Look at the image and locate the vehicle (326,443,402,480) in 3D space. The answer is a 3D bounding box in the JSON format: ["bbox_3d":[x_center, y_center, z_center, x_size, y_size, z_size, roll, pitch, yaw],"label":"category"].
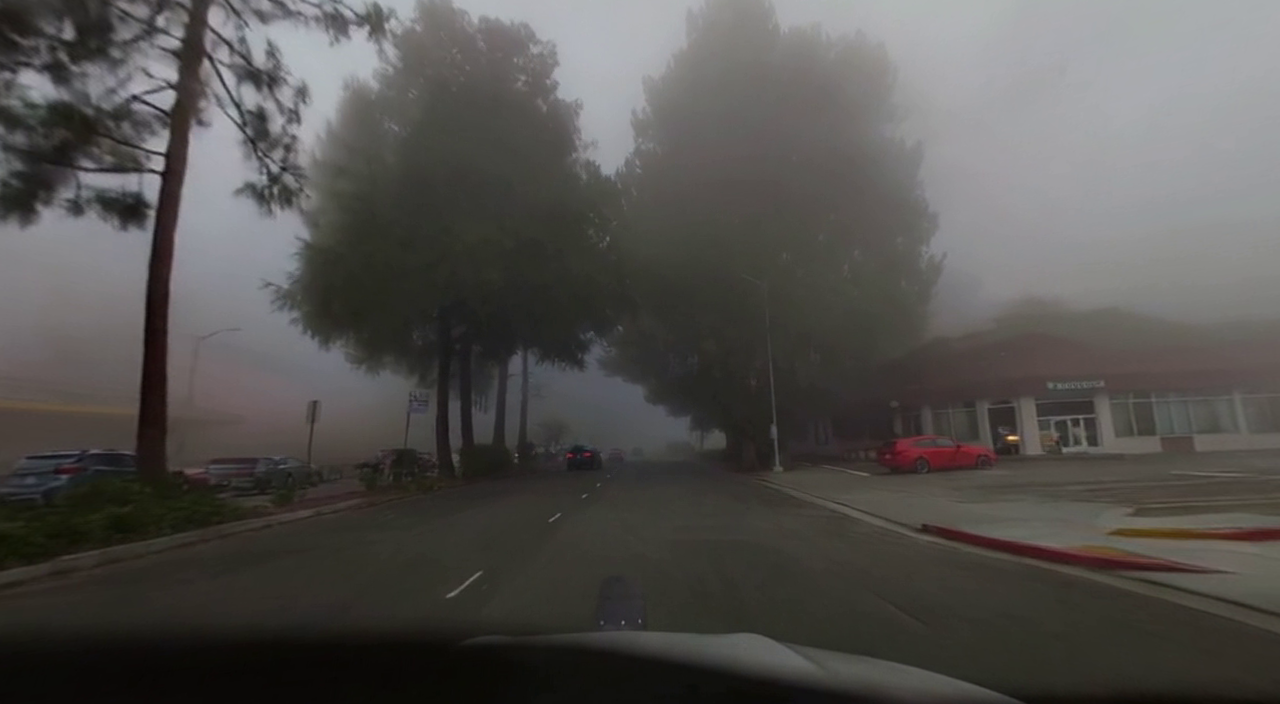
[{"bbox_3d":[-15.080,5.994,34.640,1.936,1.813,4.921,-1,-8,0],"label":"vehicle"}]

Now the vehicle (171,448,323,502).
[{"bbox_3d":[-12.203,3.815,19.942,1.948,1.453,4.431,0,-8,0],"label":"vehicle"}]

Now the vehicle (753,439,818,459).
[{"bbox_3d":[11.522,7.689,49.884,4.607,1.471,1.982,0,-8,-2],"label":"vehicle"}]

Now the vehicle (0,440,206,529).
[{"bbox_3d":[-11.950,2.768,13.771,1.852,1.621,4.166,0,-8,0],"label":"vehicle"}]

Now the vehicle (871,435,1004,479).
[{"bbox_3d":[10.977,3.896,23.408,3.935,1.518,1.985,0,-9,-1],"label":"vehicle"}]

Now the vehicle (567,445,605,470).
[{"bbox_3d":[-3.335,6.597,39.433,1.966,1.481,4.385,0,-9,0],"label":"vehicle"}]

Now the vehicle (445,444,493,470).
[{"bbox_3d":[-11.479,7.075,42.517,2.044,1.649,4.211,0,-9,0],"label":"vehicle"}]

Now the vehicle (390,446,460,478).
[{"bbox_3d":[-11.929,6.109,35.185,2.024,1.656,4.837,-1,-9,2],"label":"vehicle"}]
